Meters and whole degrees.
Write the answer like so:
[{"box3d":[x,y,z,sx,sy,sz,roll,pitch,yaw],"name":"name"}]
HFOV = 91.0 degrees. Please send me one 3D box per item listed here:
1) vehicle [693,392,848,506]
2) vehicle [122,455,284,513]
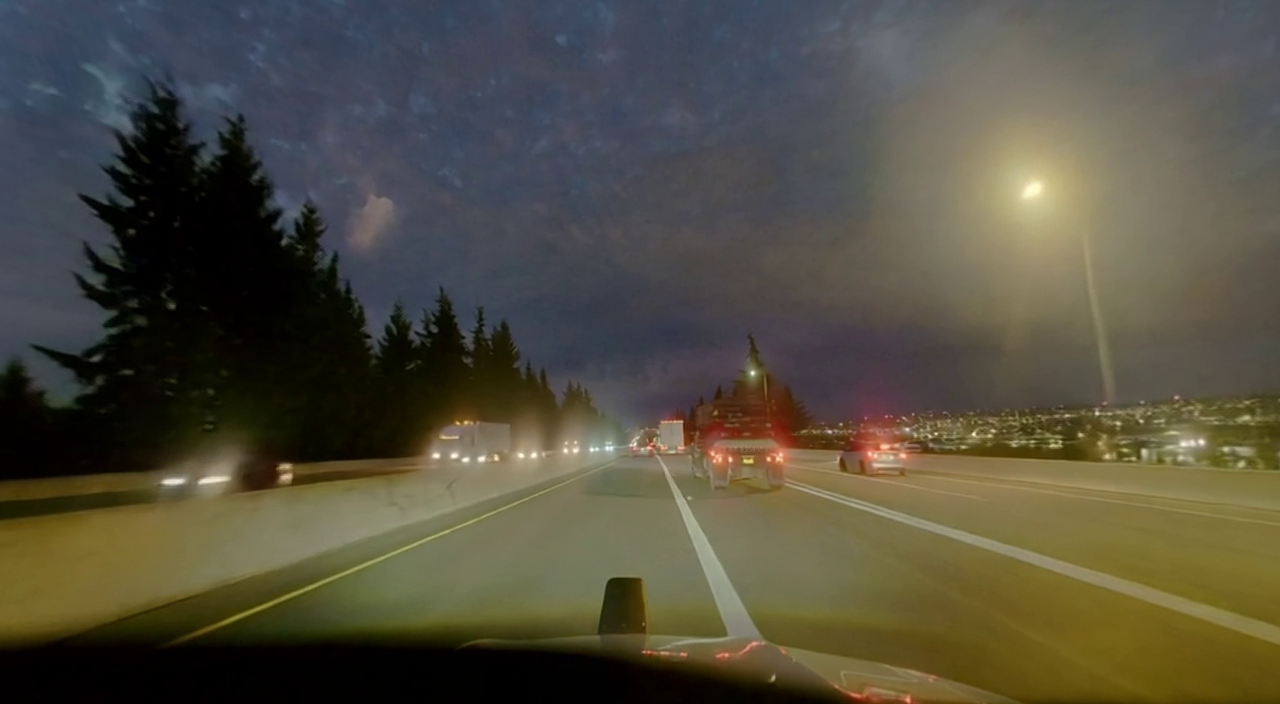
[{"box3d":[3.062,2.531,16.709,2.677,2.439,6.402,0,-8,-1],"name":"vehicle"},{"box3d":[-12.958,3.888,19.068,1.737,1.450,4.343,0,-8,1],"name":"vehicle"}]
